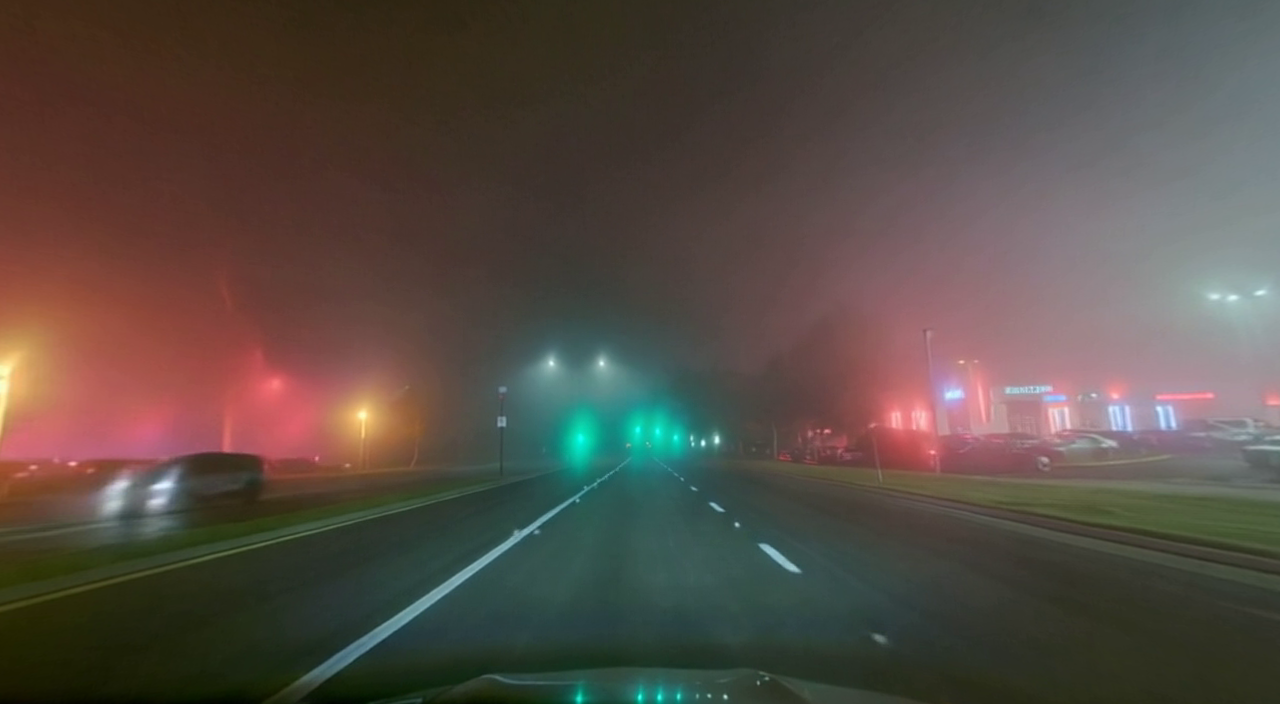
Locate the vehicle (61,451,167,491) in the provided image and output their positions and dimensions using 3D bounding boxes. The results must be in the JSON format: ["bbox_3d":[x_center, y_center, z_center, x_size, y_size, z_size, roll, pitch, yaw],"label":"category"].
[{"bbox_3d":[-31.331,7.044,37.646,2.160,2.118,4.989,0,-9,-3],"label":"vehicle"}]

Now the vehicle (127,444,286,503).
[{"bbox_3d":[-15.830,4.401,23.386,2.266,1.924,5.024,0,-9,1],"label":"vehicle"}]

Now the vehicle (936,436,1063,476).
[{"bbox_3d":[17.049,4.935,29.946,4.720,1.769,2.229,0,-9,-5],"label":"vehicle"}]

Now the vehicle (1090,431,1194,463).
[{"bbox_3d":[29.554,5.619,37.075,4.342,1.641,1.975,-3,-8,0],"label":"vehicle"}]
